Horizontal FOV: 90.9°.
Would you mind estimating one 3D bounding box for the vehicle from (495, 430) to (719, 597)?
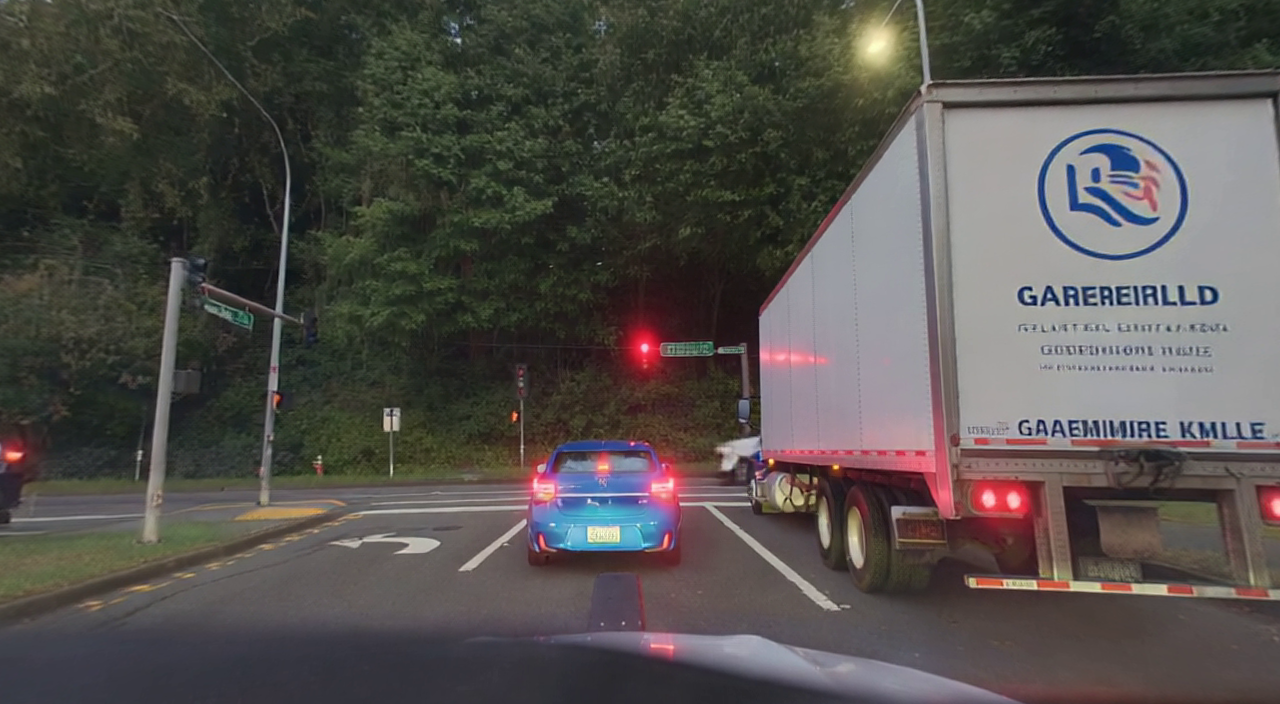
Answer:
[{"bbox_3d":[-0.323,1.708,7.425,1.975,1.457,3.526,0,-9,-1],"label":"vehicle"}]

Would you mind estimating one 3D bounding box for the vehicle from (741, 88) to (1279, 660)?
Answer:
[{"bbox_3d":[3.563,0.770,8.955,2.884,3.753,9.763,0,-9,2],"label":"vehicle"}]
